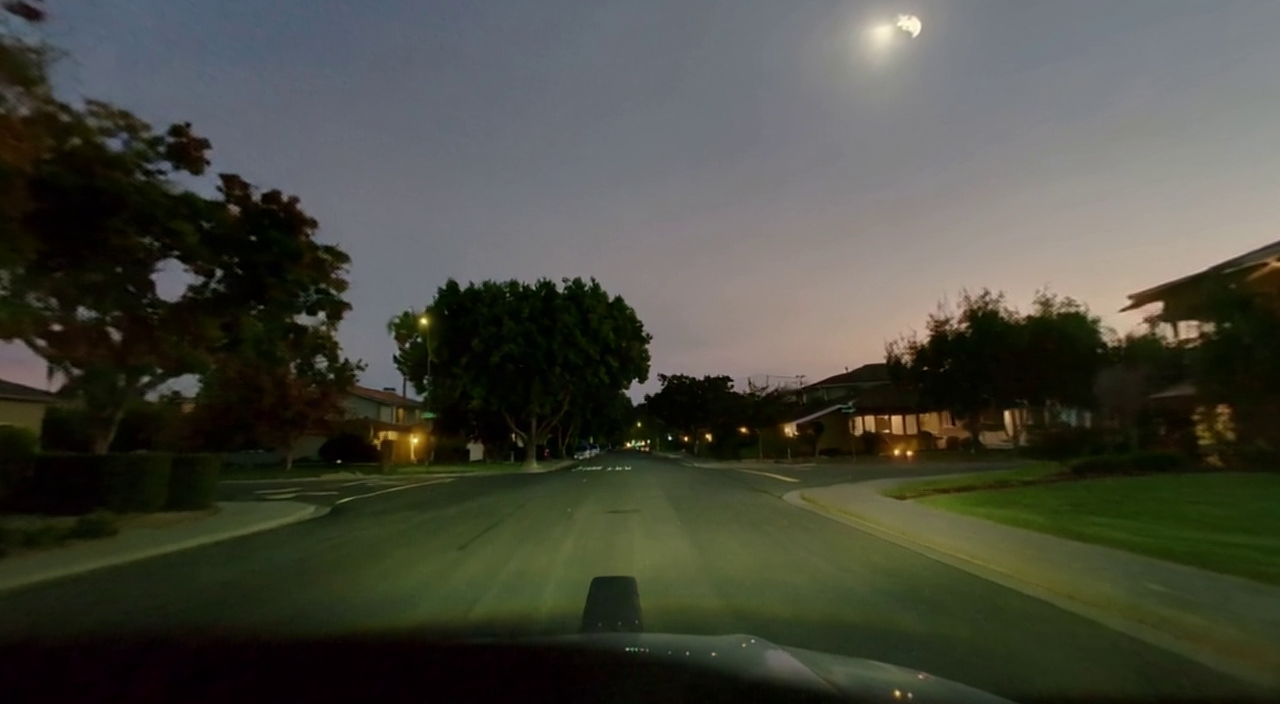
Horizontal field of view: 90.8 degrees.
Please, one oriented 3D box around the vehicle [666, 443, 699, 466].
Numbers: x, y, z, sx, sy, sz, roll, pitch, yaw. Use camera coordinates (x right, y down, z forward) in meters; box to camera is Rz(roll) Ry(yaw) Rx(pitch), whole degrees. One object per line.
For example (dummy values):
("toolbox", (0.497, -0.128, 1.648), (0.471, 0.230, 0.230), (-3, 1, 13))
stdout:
("vehicle", (2.945, 7.245, 44.807), (1.881, 1.487, 4.183), (0, -8, -3))
